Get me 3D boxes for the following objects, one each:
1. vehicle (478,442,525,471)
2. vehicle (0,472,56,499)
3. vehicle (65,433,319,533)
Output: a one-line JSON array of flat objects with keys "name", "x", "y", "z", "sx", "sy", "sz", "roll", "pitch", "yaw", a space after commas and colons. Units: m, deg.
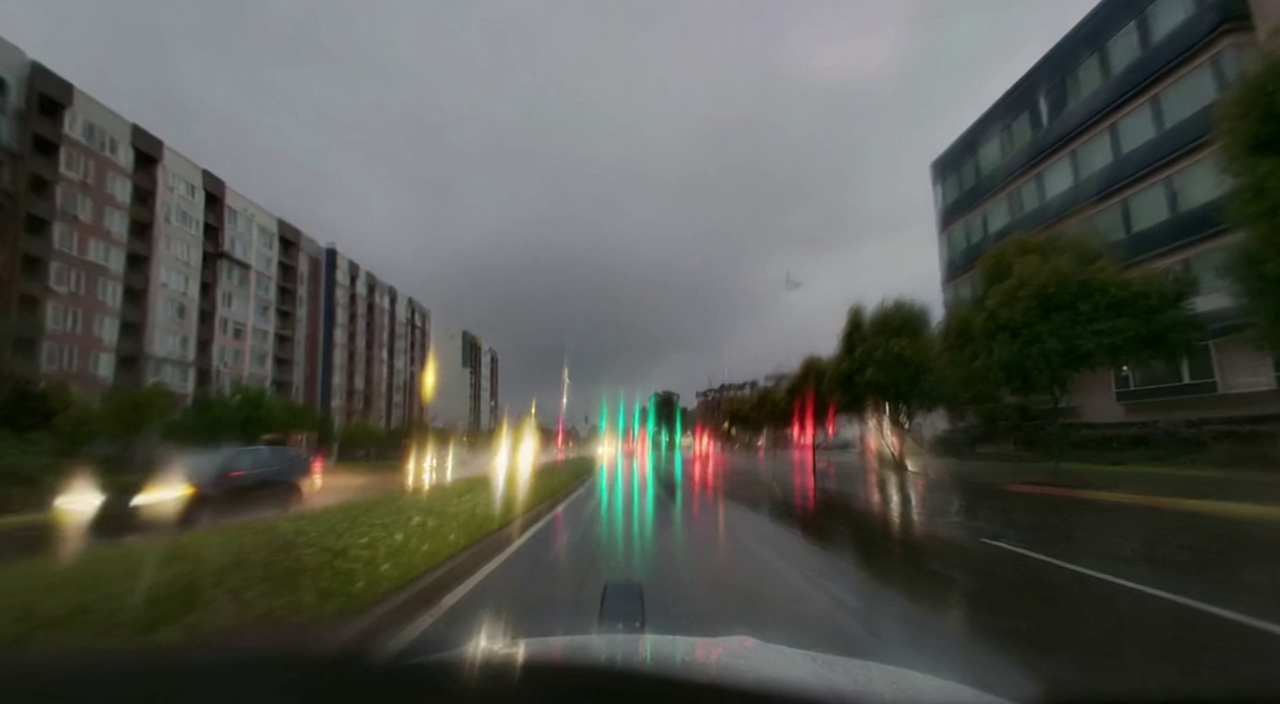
[{"name": "vehicle", "x": -9.126, "y": 6.945, "z": 42.079, "sx": 2.002, "sy": 1.780, "sz": 4.687, "roll": 0, "pitch": -9, "yaw": 1}, {"name": "vehicle", "x": -48.511, "y": 10.293, "z": 48.871, "sx": 1.899, "sy": 1.841, "sz": 4.900, "roll": 0, "pitch": -8, "yaw": 0}, {"name": "vehicle", "x": -8.975, "y": 2.632, "z": 13.334, "sx": 1.995, "sy": 1.706, "sz": 4.572, "roll": 0, "pitch": -9, "yaw": 0}]
